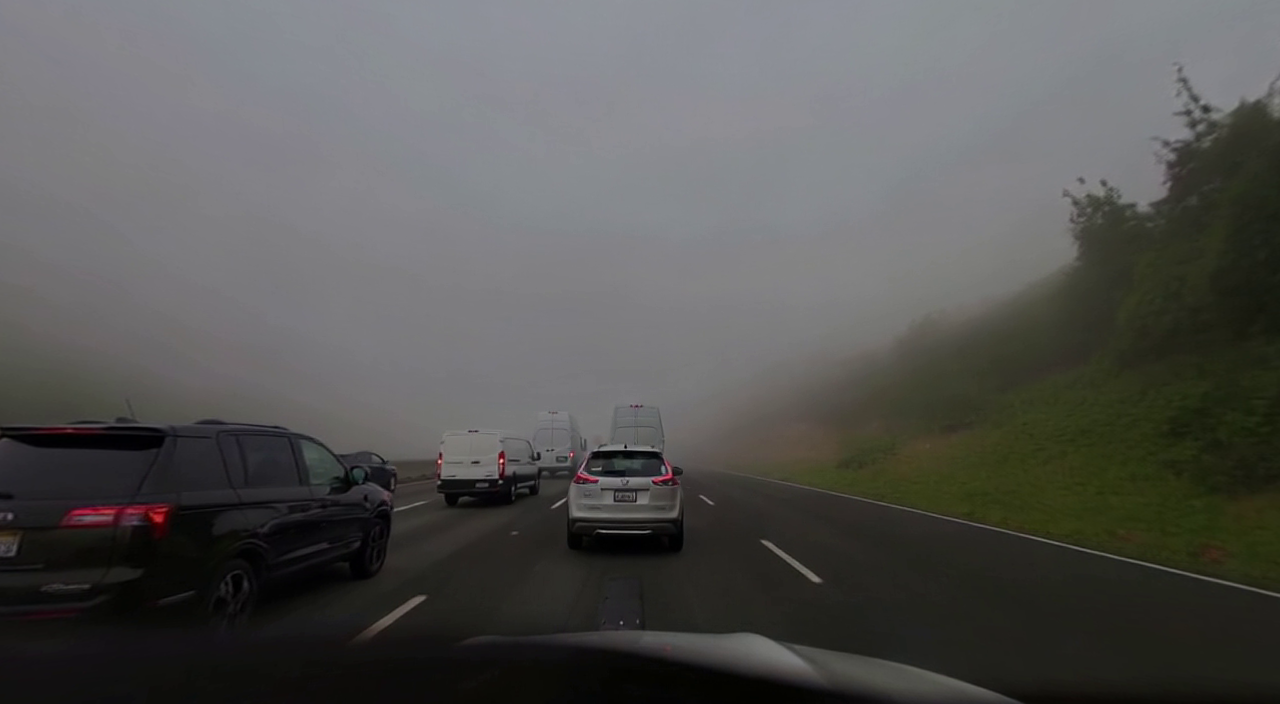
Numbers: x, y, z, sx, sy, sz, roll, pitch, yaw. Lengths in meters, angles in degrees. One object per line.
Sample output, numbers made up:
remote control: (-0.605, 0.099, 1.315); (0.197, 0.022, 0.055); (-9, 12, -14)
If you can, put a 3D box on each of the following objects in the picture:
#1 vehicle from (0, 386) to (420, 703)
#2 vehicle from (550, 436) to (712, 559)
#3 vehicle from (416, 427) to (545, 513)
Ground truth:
vehicle: (-3.677, 1.342, 5.329); (2.029, 1.656, 4.437); (-1, -9, 0)
vehicle: (-0.119, 2.070, 9.570); (1.995, 1.495, 3.380); (0, -9, 0)
vehicle: (-3.943, 3.019, 16.598); (2.055, 1.913, 4.584); (-1, -9, 2)
